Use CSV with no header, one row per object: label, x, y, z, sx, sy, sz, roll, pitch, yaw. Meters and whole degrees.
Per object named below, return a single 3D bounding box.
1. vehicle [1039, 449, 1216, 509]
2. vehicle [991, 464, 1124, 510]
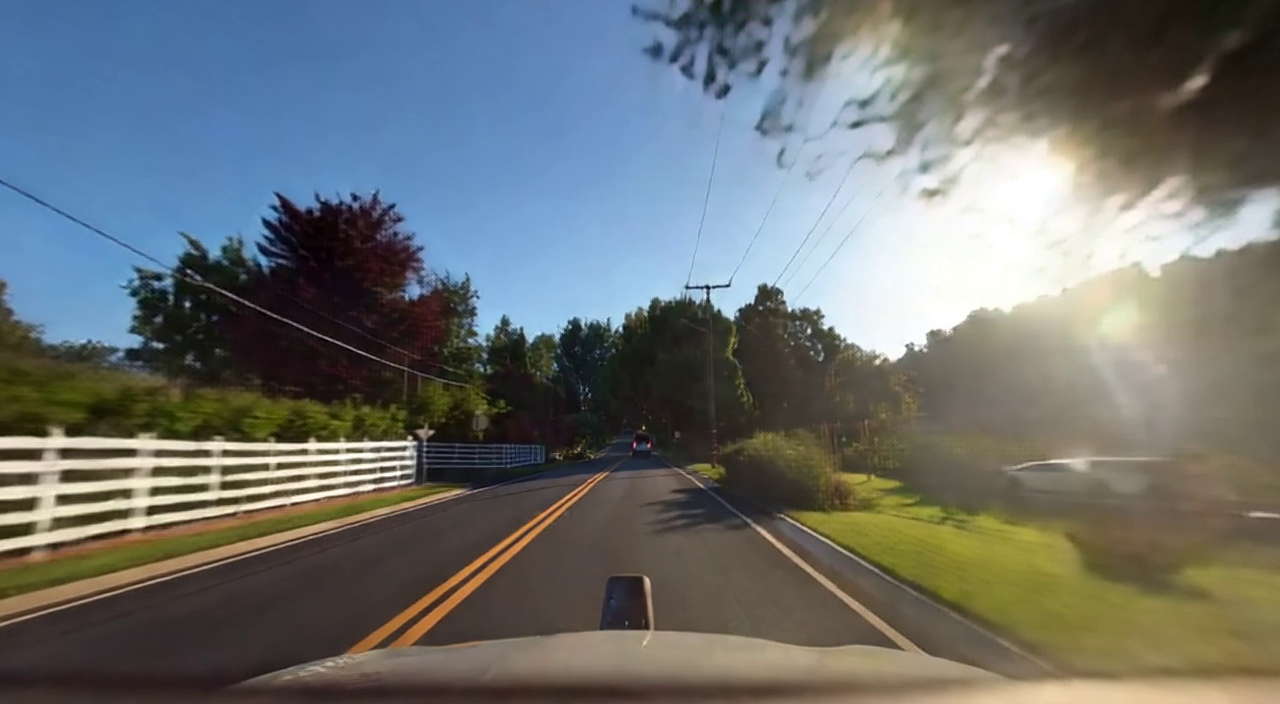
vehicle,18.768,4.851,24.825,2.269,1.978,6.008,0,-8,1
vehicle,15.986,5.153,24.480,2.001,1.450,4.481,1,-8,-2
